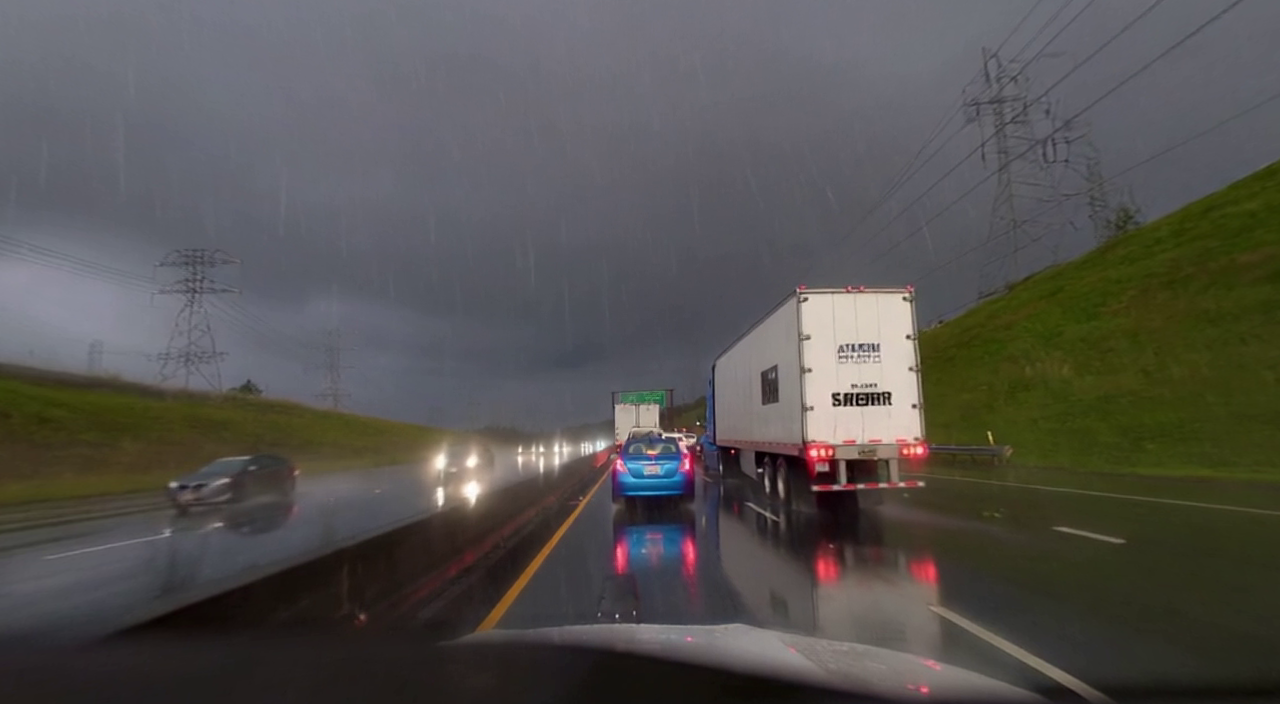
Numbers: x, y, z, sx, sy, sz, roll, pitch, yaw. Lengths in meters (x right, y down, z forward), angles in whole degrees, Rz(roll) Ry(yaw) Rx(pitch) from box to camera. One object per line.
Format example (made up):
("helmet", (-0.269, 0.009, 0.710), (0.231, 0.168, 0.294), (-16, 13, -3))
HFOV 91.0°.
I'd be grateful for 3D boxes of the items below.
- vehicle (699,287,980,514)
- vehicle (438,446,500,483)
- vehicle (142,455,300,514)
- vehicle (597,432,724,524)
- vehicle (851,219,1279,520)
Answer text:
("vehicle", (4.220, 1.813, 18.435), (3.138, 4.065, 14.276), (0, -8, -2))
("vehicle", (-8.049, 5.303, 29.988), (1.926, 1.606, 3.853), (-1, -8, -1))
("vehicle", (-12.377, 3.908, 19.001), (1.918, 1.457, 4.106), (-1, -8, 1))
("vehicle", (0.293, 2.291, 12.037), (2.045, 1.446, 3.597), (0, -8, -1))
("vehicle", (8.679, 1.038, 14.777), (2.845, 4.146, 12.401), (0, -8, -1))
